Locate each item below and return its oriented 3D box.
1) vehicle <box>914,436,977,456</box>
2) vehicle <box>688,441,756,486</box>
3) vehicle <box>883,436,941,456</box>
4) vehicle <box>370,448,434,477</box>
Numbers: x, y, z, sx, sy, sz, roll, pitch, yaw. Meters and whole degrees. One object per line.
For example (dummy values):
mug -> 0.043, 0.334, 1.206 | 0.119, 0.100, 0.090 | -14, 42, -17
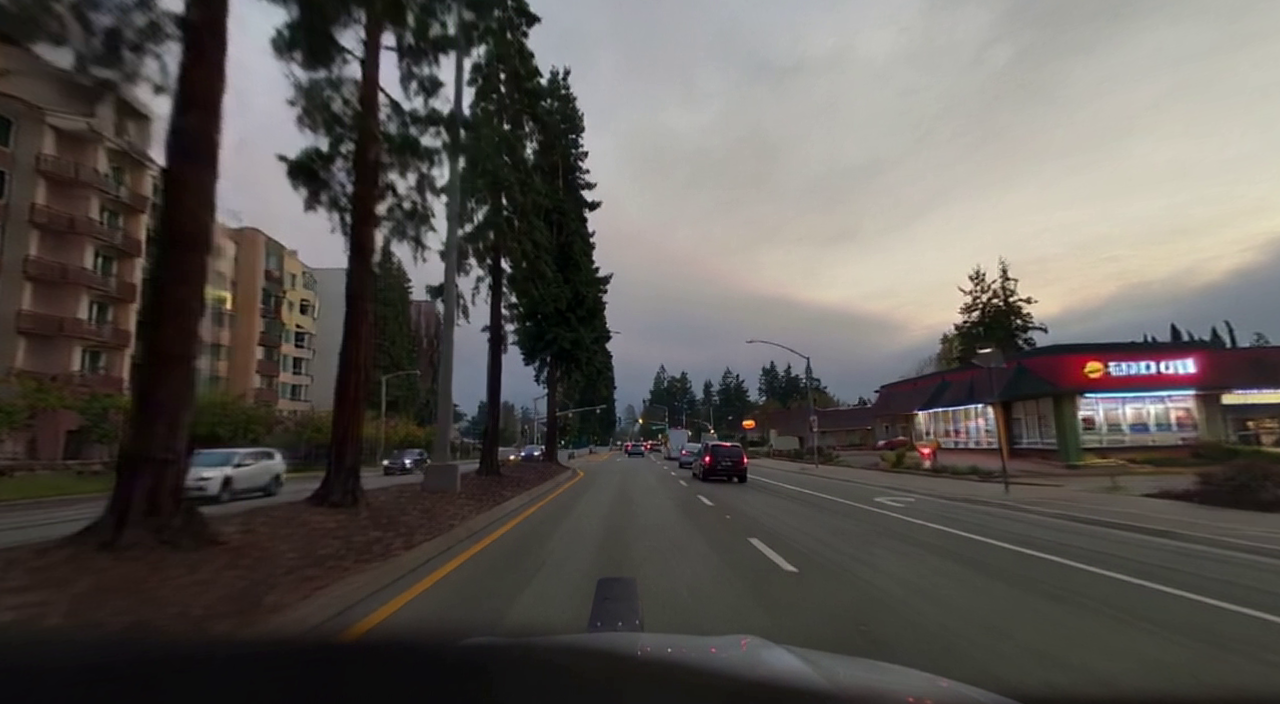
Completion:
vehicle -> 19.261, 5.937, 39.874 | 3.242, 1.165, 1.363 | 1, -7, -5
vehicle -> 3.160, 4.340, 25.086 | 2.041, 1.531, 4.236 | 1, -7, -1
vehicle -> 19.335, 6.670, 44.955 | 3.361, 1.321, 1.571 | 2, -7, -7
vehicle -> -14.116, 6.560, 37.738 | 1.988, 1.527, 4.359 | 0, -7, 2
